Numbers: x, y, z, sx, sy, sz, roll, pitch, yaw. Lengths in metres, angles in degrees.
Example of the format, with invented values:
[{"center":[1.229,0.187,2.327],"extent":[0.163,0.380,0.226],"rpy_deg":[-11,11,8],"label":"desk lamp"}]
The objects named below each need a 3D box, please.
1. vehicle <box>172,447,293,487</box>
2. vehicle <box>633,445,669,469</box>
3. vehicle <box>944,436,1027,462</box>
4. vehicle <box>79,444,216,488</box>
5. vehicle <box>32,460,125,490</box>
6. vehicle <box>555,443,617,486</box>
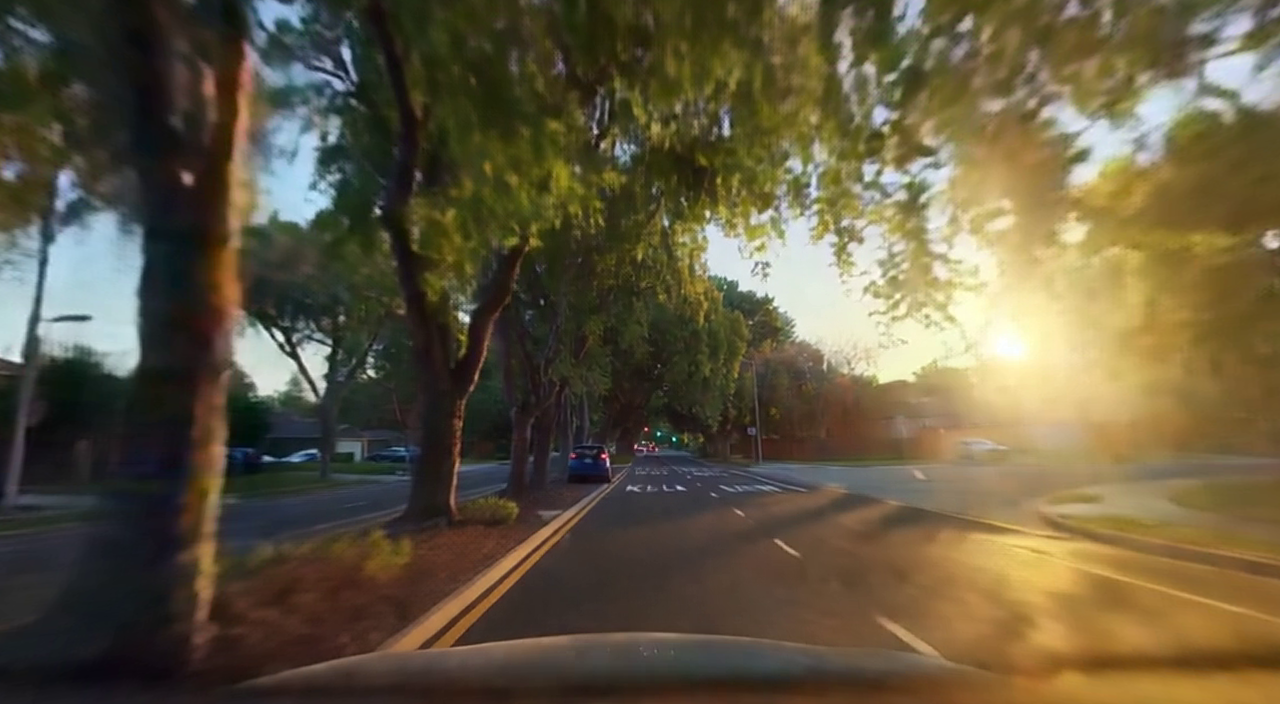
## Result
[{"center":[-22.357,6.278,34.950],"extent":[2.173,1.849,5.752],"rpy_deg":[-5,-9,12],"label":"vehicle"},{"center":[0.697,6.902,41.730],"extent":[2.226,1.505,4.128],"rpy_deg":[0,-9,0],"label":"vehicle"},{"center":[22.838,6.424,41.744],"extent":[4.318,1.601,1.975],"rpy_deg":[0,-9,-3],"label":"vehicle"},{"center":[-27.868,6.419,36.041],"extent":[2.161,2.233,5.937],"rpy_deg":[-2,-9,14],"label":"vehicle"},{"center":[-33.160,7.235,37.357],"extent":[1.774,1.484,3.684],"rpy_deg":[-5,-9,13],"label":"vehicle"},{"center":[-1.978,4.278,24.391],"extent":[2.158,1.469,4.909],"rpy_deg":[0,-9,-2],"label":"vehicle"}]
